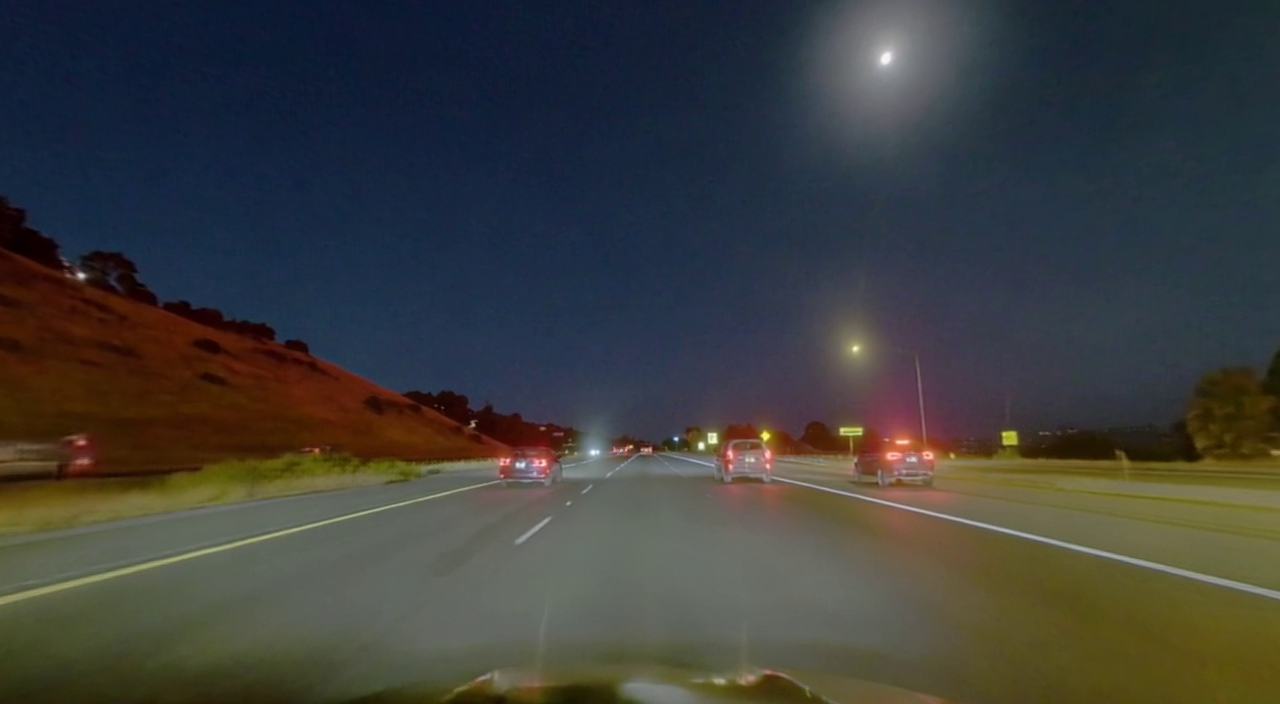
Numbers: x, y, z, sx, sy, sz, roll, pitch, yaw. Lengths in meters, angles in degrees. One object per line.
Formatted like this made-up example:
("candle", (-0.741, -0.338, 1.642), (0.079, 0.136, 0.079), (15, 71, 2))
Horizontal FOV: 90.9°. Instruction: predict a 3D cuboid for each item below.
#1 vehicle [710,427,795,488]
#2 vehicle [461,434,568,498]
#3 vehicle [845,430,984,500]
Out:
("vehicle", (3.839, 3.728, 22.559), (2.121, 1.925, 5.056), (0, -8, 0))
("vehicle", (-3.535, 3.318, 18.758), (2.166, 1.672, 4.388), (-1, -8, 2))
("vehicle", (7.593, 3.160, 18.026), (1.998, 1.717, 4.338), (0, -8, 0))
